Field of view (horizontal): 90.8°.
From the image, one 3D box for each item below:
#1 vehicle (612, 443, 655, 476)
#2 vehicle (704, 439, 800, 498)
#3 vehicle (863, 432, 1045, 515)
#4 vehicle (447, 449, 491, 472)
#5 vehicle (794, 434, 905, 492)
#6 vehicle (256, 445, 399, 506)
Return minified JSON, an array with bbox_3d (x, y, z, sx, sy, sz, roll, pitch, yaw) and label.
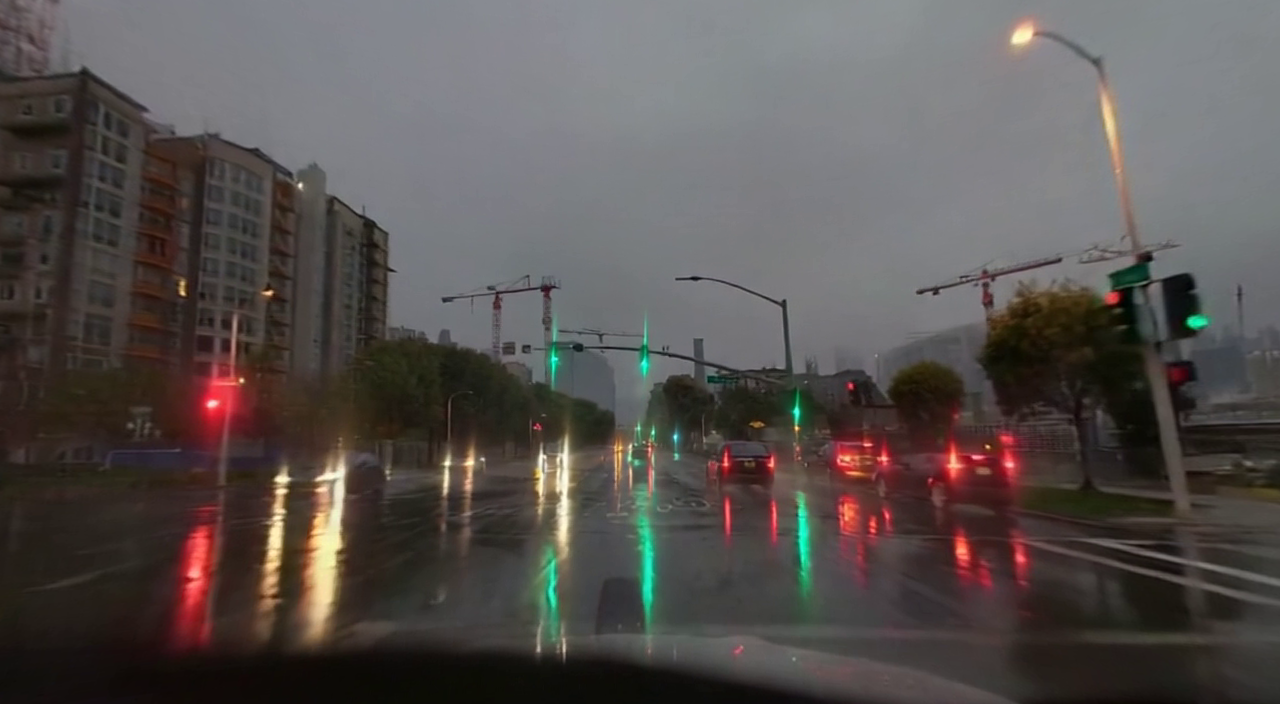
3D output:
[{"bbox_3d":[-0.317,5.198,30.740,2.006,1.487,3.535,0,-9,0],"label":"vehicle"},{"bbox_3d":[3.085,3.294,18.238,1.910,1.474,4.003,0,-9,-2],"label":"vehicle"},{"bbox_3d":[7.358,2.874,15.473,2.031,1.708,4.567,0,-9,-1],"label":"vehicle"},{"bbox_3d":[-12.093,7.669,45.007,1.945,1.540,4.338,0,-9,0],"label":"vehicle"},{"bbox_3d":[7.268,3.906,22.535,2.067,1.805,4.875,0,-9,-3],"label":"vehicle"},{"bbox_3d":[-8.674,3.442,18.041,1.902,1.503,4.240,0,-9,0],"label":"vehicle"}]
